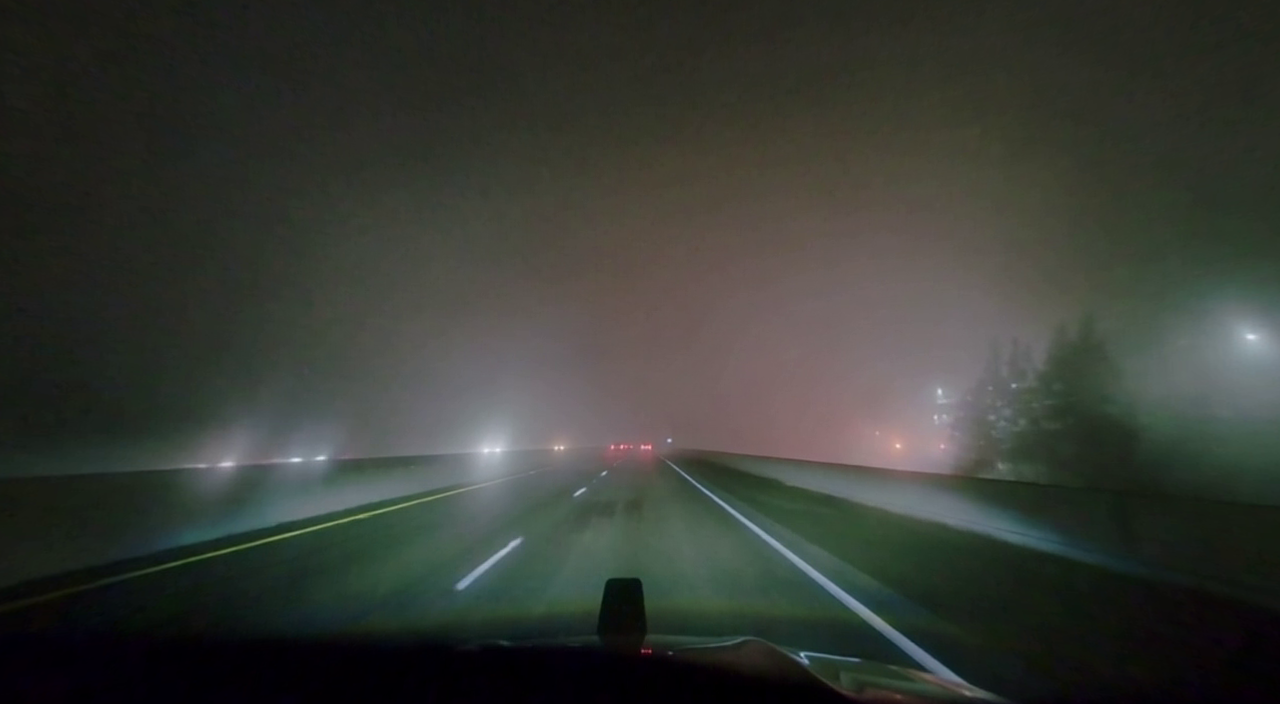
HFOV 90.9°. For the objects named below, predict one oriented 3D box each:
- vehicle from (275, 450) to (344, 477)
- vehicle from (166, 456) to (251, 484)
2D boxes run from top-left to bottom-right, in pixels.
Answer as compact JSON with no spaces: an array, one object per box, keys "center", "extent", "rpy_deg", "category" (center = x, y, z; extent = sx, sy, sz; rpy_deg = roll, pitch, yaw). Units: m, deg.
[{"center":[-22.131,7.454,42.457],"extent":[2.094,1.612,4.613],"rpy_deg":[0,-9,1],"category":"vehicle"},{"center":[-26.049,7.108,38.302],"extent":[1.907,1.478,4.642],"rpy_deg":[0,-9,0],"category":"vehicle"}]
